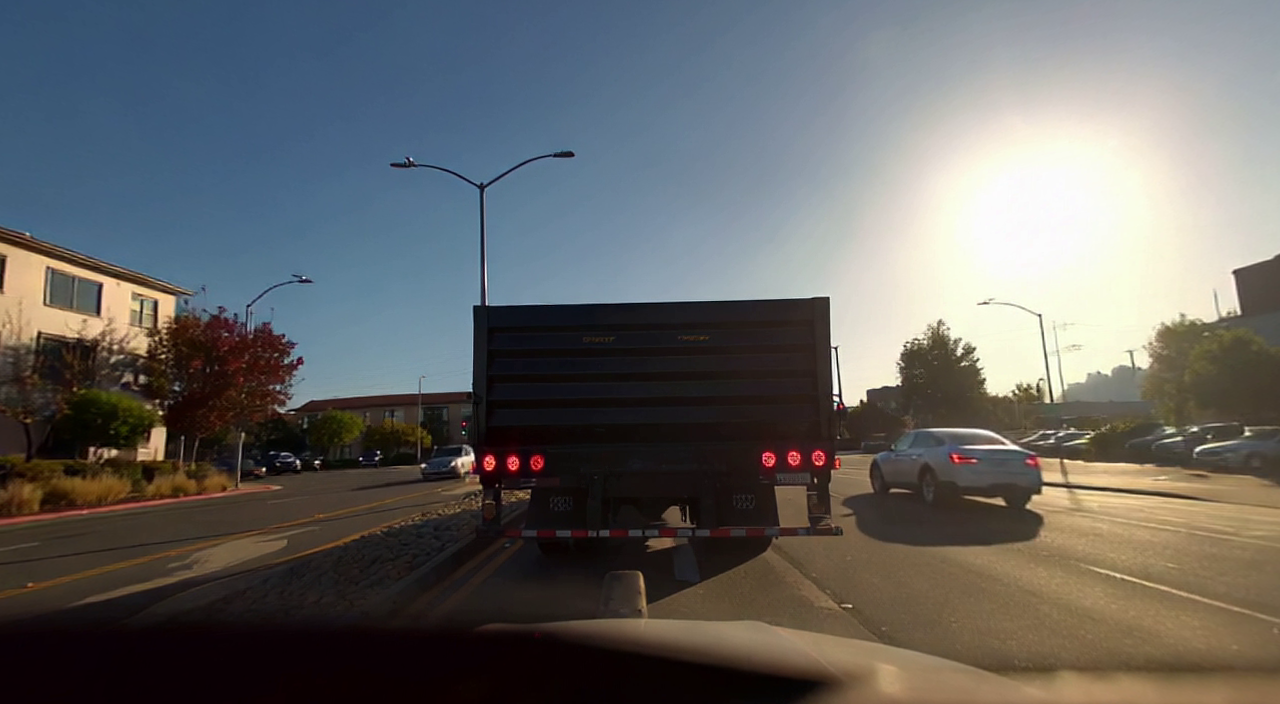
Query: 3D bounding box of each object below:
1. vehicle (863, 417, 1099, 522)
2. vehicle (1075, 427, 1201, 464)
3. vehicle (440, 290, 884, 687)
[{"bbox_3d":[6.905,2.438,13.659,2.363,1.825,4.989,-1,-8,1],"label":"vehicle"},{"bbox_3d":[23.150,4.373,29.438,4.171,1.614,1.894,-1,-8,1],"label":"vehicle"},{"bbox_3d":[0.263,1.310,7.397,2.650,2.391,7.008,-1,-8,3],"label":"vehicle"}]
